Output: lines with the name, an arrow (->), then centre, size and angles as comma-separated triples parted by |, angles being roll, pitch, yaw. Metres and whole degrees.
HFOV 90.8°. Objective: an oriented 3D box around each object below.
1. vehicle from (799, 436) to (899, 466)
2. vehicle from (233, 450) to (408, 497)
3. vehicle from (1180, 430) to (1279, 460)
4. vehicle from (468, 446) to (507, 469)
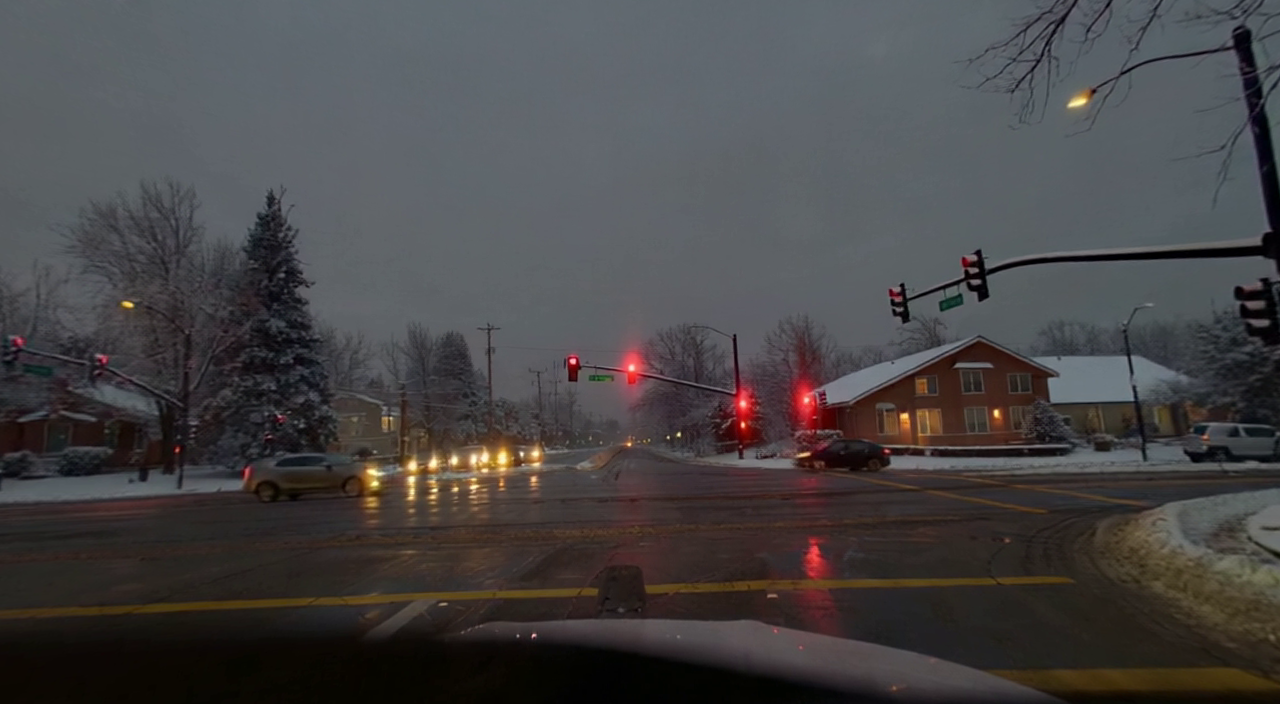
vehicle -> 11.556, 5.490, 35.020 | 4.873, 1.539, 1.932 | -6, -10, 33
vehicle -> -10.638, 4.073, 21.318 | 4.823, 1.449, 2.017 | -1, -9, 1
vehicle -> 31.294, 4.886, 33.040 | 4.318, 1.488, 1.870 | 0, -9, -1
vehicle -> -10.732, 7.455, 44.756 | 1.881, 1.509, 3.377 | 0, -9, 1
